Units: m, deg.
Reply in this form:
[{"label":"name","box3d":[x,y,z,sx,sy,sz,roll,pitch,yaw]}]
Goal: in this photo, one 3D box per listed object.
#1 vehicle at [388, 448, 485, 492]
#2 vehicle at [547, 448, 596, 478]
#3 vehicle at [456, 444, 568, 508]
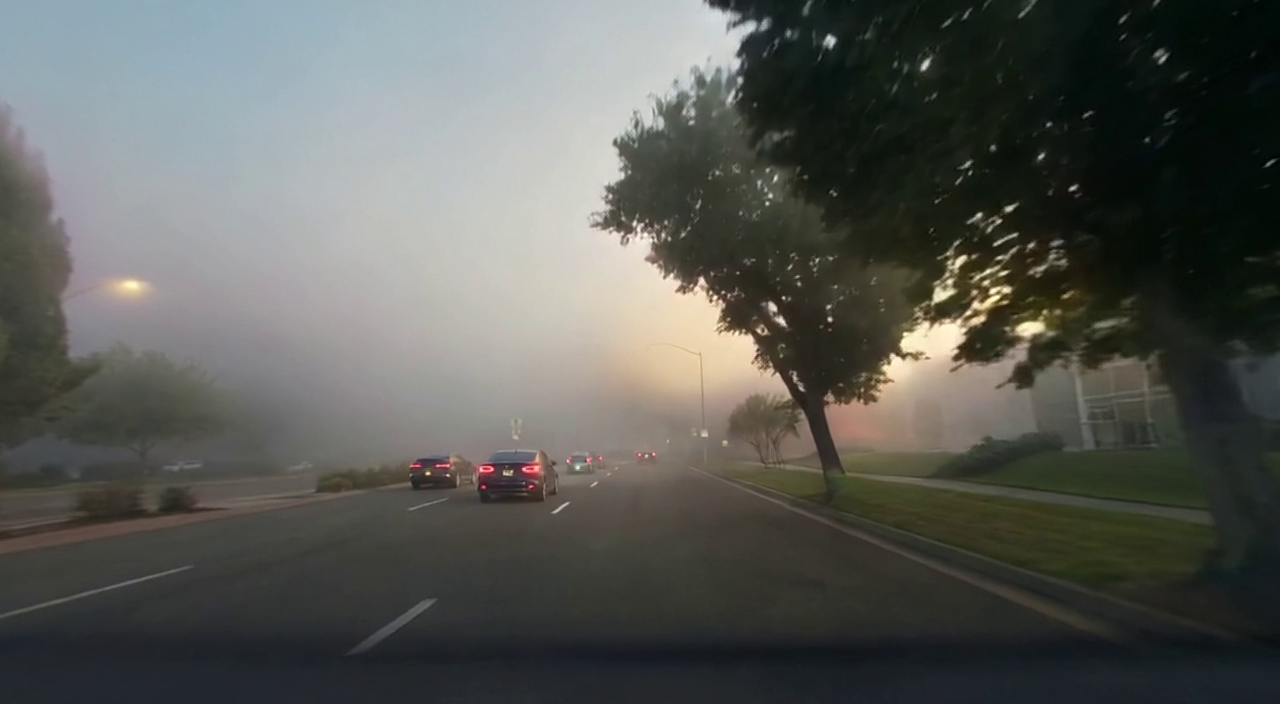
[{"label":"vehicle","box3d":[-7.496,4.371,23.811,1.976,1.497,4.709,0,-9,2]},{"label":"vehicle","box3d":[-3.443,5.697,32.607,1.971,1.414,4.317,0,-9,1]},{"label":"vehicle","box3d":[-3.266,3.266,17.147,2.011,1.483,4.596,0,-9,1]}]
